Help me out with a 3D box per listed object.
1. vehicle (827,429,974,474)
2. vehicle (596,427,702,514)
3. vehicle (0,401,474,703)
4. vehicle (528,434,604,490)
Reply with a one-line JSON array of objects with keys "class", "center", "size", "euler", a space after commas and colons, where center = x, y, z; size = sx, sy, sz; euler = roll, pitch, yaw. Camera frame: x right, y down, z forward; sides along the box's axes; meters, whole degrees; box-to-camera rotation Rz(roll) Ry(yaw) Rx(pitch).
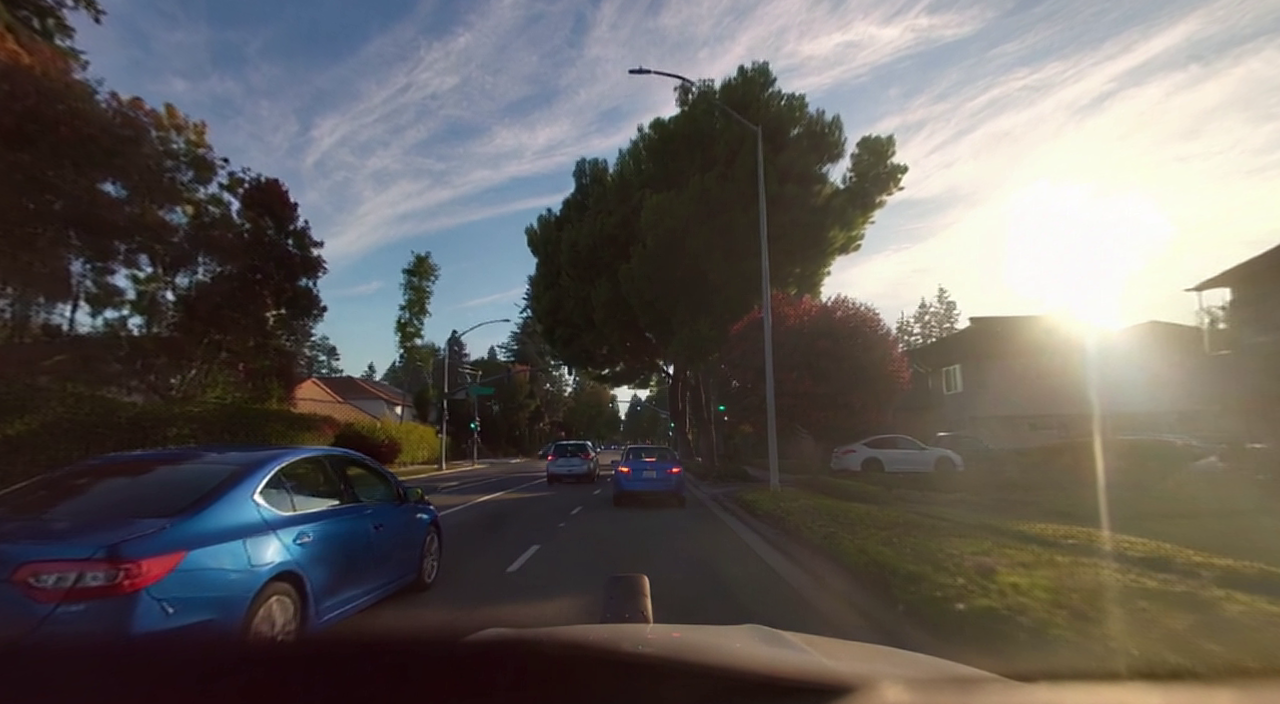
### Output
[{"class": "vehicle", "center": [9.308, 3.588, 22.817], "size": [4.456, 1.504, 1.914], "euler": [0, -9, 0]}, {"class": "vehicle", "center": [0.186, 2.693, 14.737], "size": [2.120, 1.718, 3.909], "euler": [0, -9, 0]}, {"class": "vehicle", "center": [-2.839, 1.253, 4.361], "size": [1.968, 1.472, 4.685], "euler": [0, -9, 2]}, {"class": "vehicle", "center": [-2.459, 3.801, 22.031], "size": [2.000, 1.737, 4.133], "euler": [-1, -9, 2]}]
